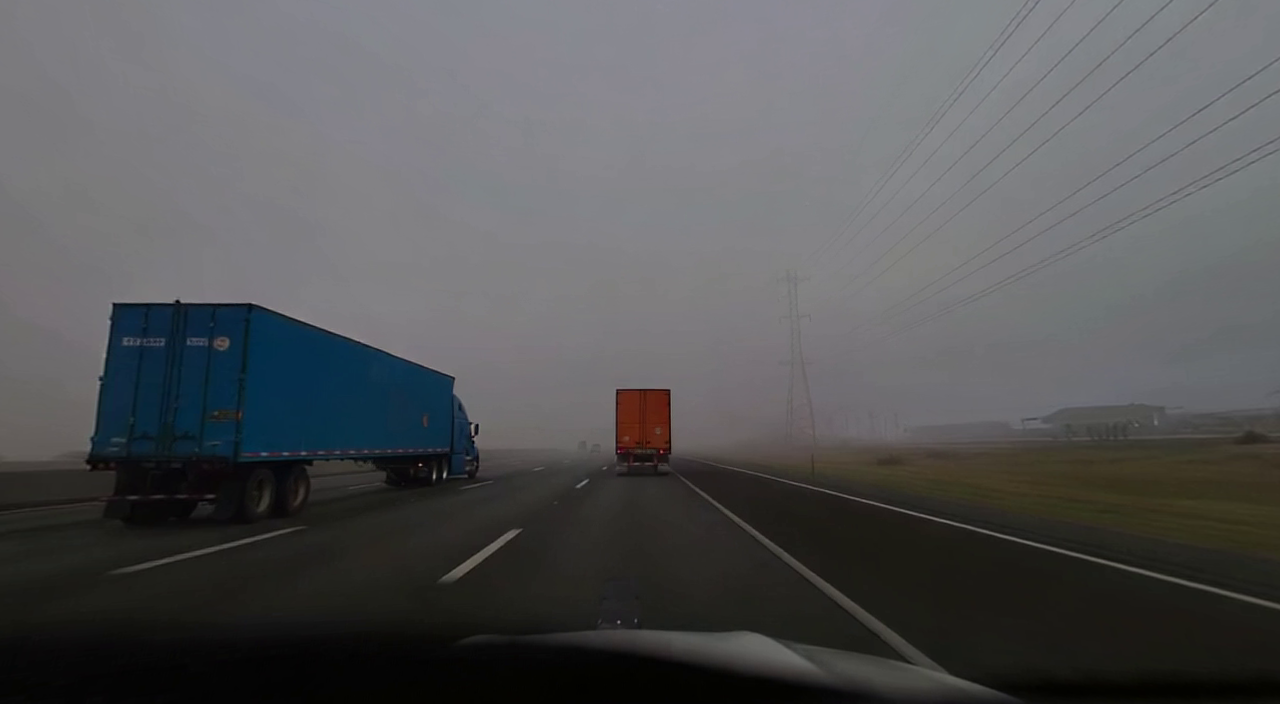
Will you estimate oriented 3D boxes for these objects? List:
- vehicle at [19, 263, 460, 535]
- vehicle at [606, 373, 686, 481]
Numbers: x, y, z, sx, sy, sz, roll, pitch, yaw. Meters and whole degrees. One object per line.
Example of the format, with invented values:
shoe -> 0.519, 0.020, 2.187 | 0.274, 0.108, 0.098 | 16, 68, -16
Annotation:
vehicle -> -7.367, 1.446, 14.811 | 2.937, 3.981, 11.119 | -1, -9, 0
vehicle -> 0.140, 3.446, 27.856 | 2.858, 3.847, 10.034 | 0, -9, -1
